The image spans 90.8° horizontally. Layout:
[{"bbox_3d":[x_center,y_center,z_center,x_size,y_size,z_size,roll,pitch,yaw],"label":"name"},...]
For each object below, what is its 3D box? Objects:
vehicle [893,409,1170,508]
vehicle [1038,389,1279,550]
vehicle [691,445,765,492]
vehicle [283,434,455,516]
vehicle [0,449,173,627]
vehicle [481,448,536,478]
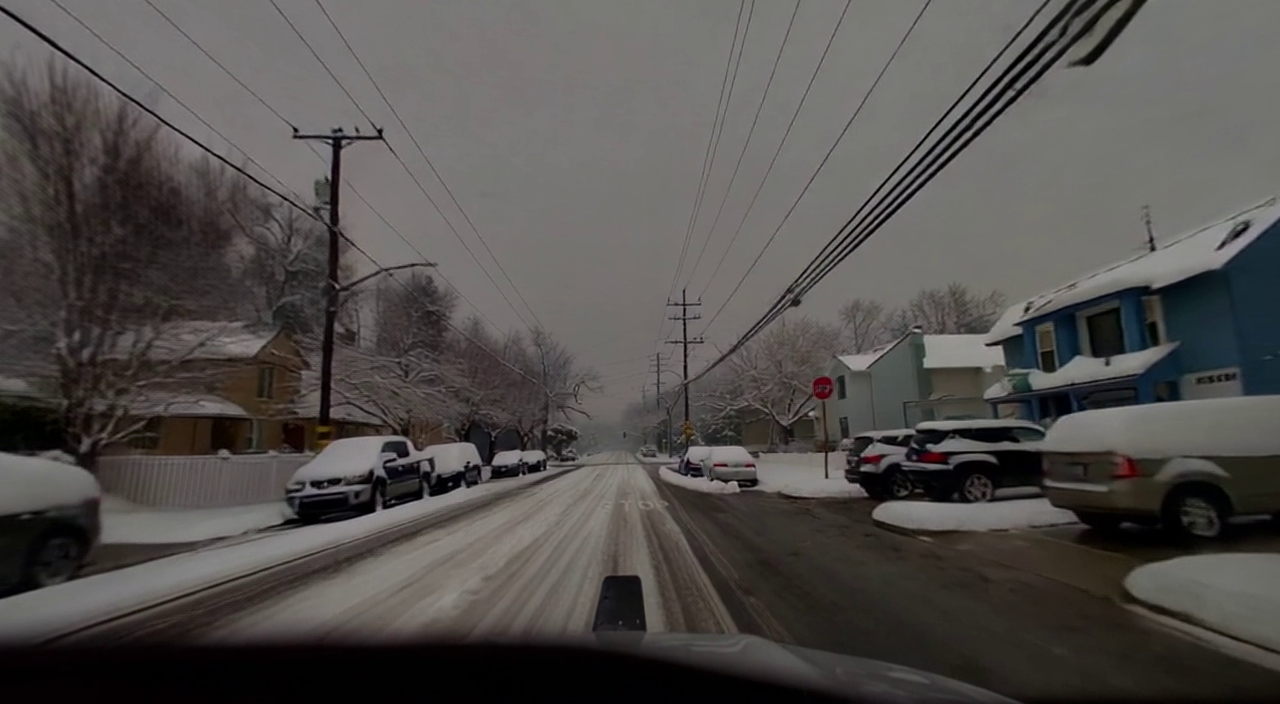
[{"bbox_3d":[8.294,2.285,13.753,4.507,1.939,2.304,1,-9,-5],"label":"vehicle"},{"bbox_3d":[8.476,1.516,8.767,4.411,1.845,2.049,-2,-9,-3],"label":"vehicle"},{"bbox_3d":[3.160,4.296,23.823,1.963,1.536,5.446,0,-9,-1],"label":"vehicle"},{"bbox_3d":[-6.698,3.094,16.497,2.136,1.757,5.365,0,-9,0],"label":"vehicle"},{"bbox_3d":[-6.515,1.513,4.947,2.211,1.469,4.380,-1,-9,3],"label":"vehicle"},{"bbox_3d":[-7.097,6.006,34.459,2.056,1.481,4.451,0,-9,0],"label":"vehicle"}]
